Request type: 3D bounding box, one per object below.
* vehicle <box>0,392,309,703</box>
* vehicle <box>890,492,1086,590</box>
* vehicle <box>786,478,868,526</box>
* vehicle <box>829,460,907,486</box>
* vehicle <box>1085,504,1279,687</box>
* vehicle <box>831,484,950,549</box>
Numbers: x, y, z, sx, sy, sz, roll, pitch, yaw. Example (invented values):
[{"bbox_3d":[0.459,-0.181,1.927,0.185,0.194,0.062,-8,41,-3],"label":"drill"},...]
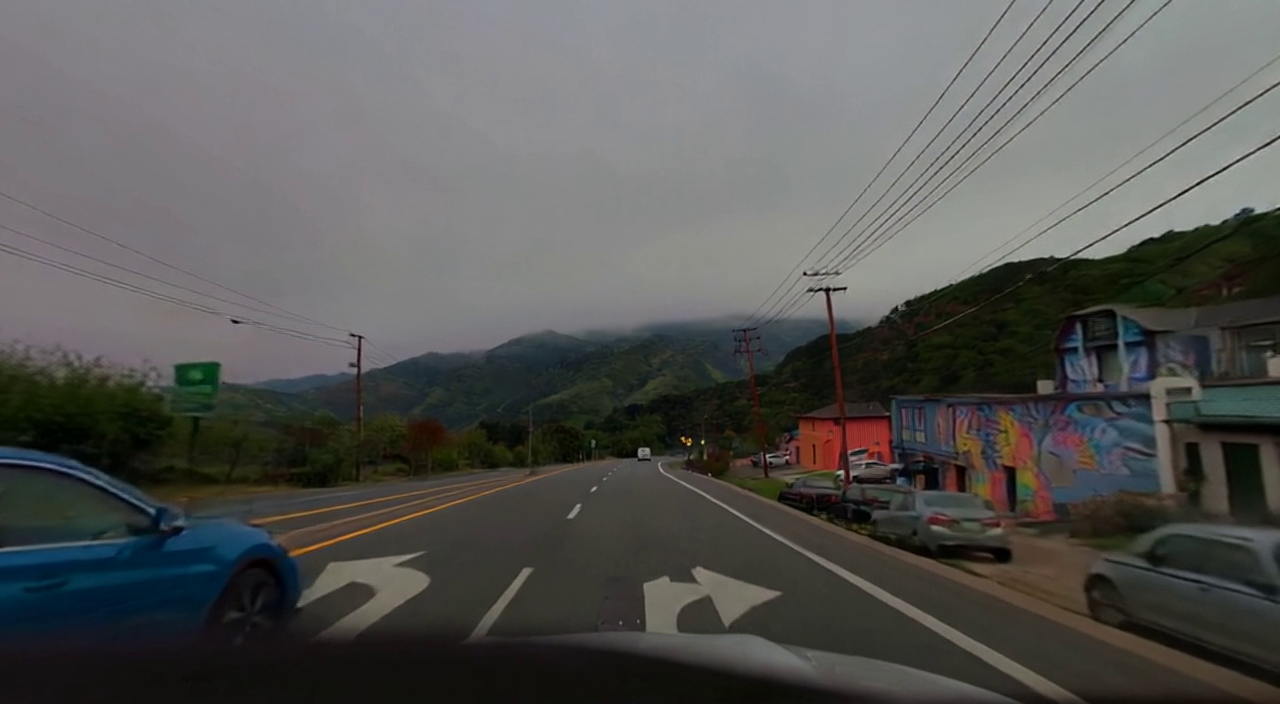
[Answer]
[{"bbox_3d":[-2.894,0.814,1.471,1.972,1.496,4.150,0,-9,0],"label":"vehicle"},{"bbox_3d":[7.135,3.892,13.545,1.849,1.439,4.143,0,-9,0],"label":"vehicle"},{"bbox_3d":[7.067,5.721,24.394,1.791,1.445,4.412,0,-9,0],"label":"vehicle"},{"bbox_3d":[16.768,8.932,46.719,4.995,1.794,2.020,0,-9,3],"label":"vehicle"},{"bbox_3d":[6.925,2.462,6.344,1.838,1.475,4.152,0,-9,-1],"label":"vehicle"},{"bbox_3d":[7.255,4.790,18.785,1.896,1.451,4.070,0,-9,1],"label":"vehicle"}]
